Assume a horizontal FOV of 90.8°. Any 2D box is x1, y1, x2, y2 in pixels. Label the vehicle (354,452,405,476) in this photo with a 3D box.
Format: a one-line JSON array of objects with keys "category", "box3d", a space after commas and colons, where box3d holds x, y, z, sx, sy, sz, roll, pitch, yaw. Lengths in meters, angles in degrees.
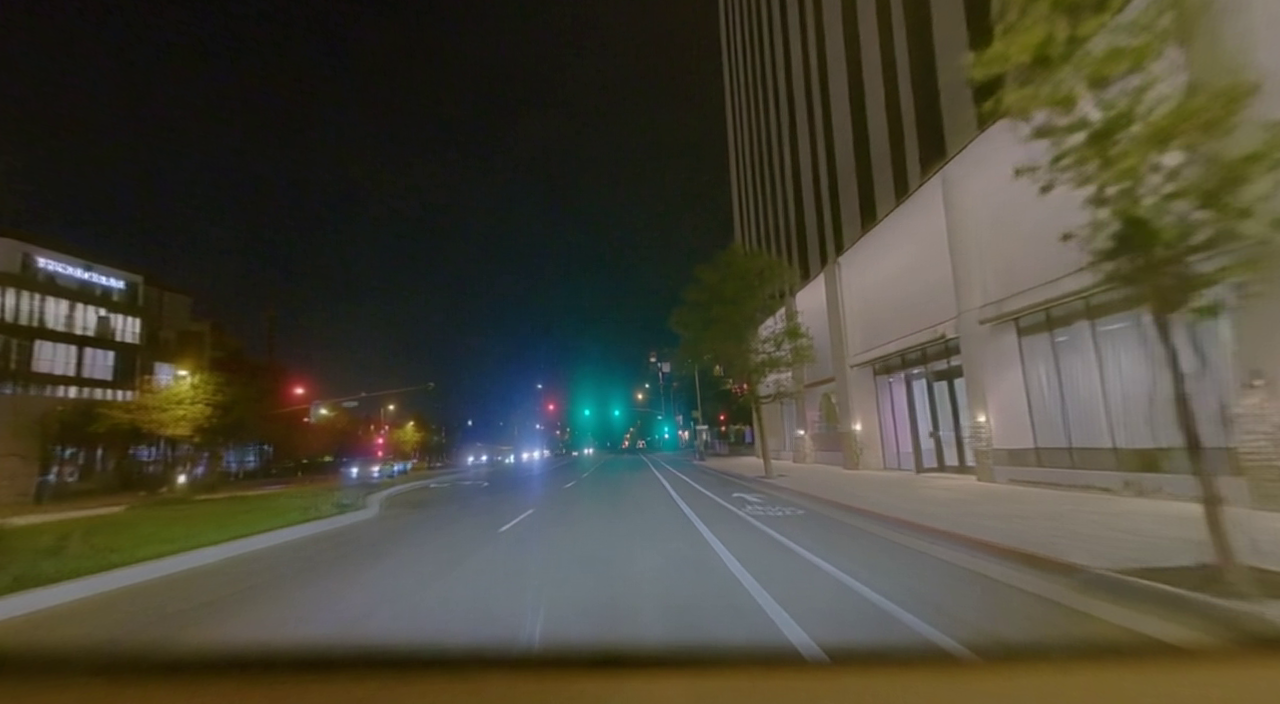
[{"category": "vehicle", "box3d": [-20.214, 8.665, 49.202, 2.223, 1.728, 4.250, 0, -9, -1]}]
